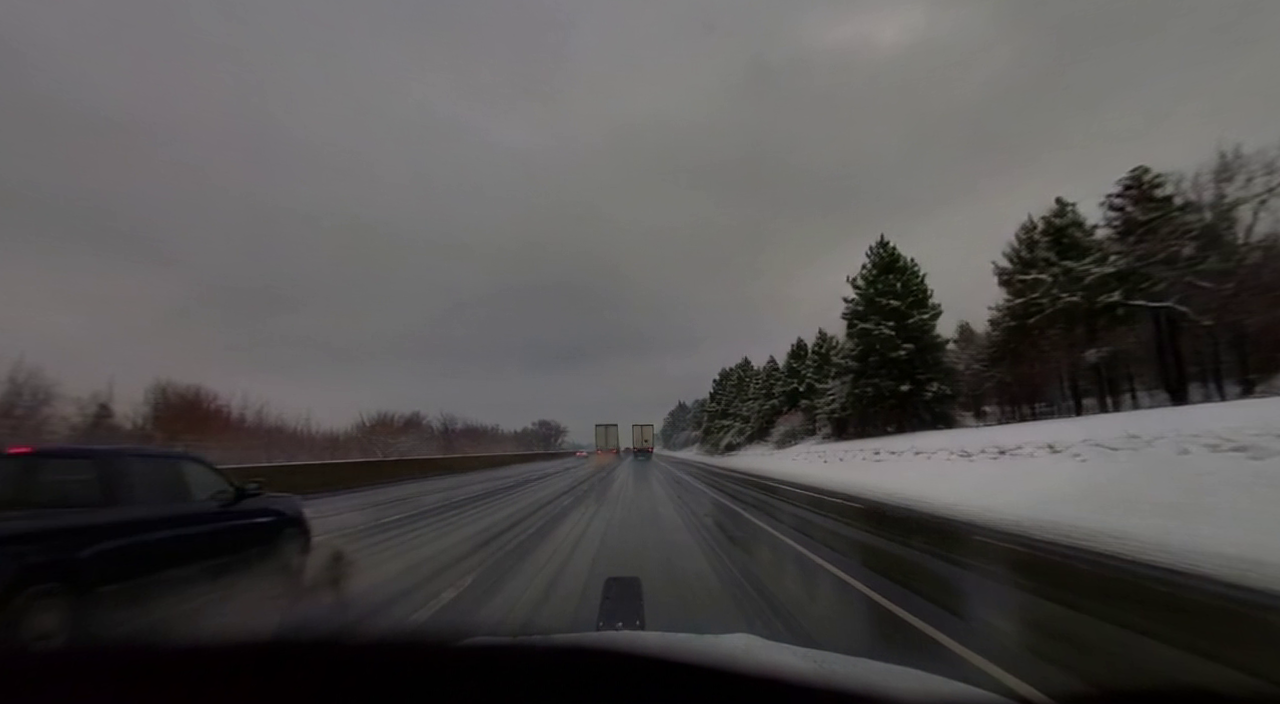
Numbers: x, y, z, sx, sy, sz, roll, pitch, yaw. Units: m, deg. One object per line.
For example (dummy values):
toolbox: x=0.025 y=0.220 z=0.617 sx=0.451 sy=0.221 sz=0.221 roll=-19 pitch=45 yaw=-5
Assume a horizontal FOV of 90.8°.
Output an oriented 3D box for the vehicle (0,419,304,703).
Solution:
vehicle: x=-4.238 y=1.213 z=3.803 sx=1.992 sy=1.535 sz=4.406 roll=0 pitch=-9 yaw=0
